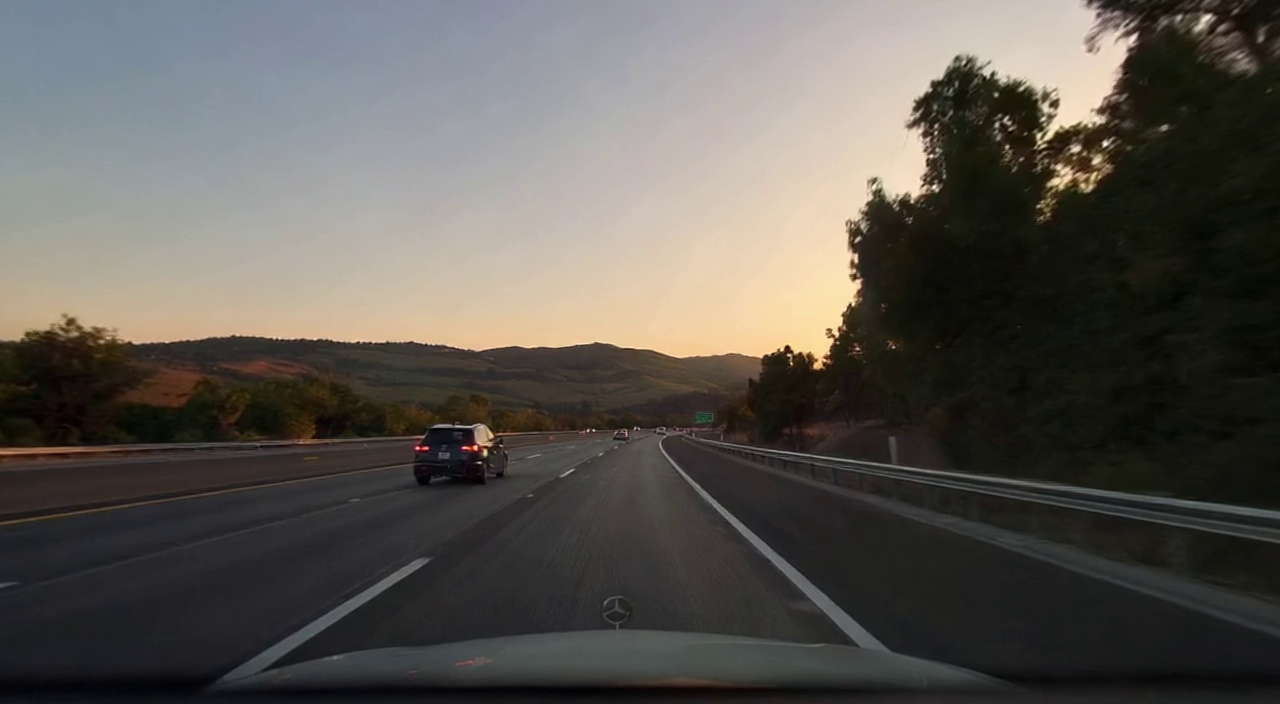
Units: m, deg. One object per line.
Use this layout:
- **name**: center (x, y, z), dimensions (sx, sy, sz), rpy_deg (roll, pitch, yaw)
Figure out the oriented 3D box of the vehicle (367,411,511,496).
- **vehicle**: center (-4.570, 2.384, 15.114), dimensions (1.980, 1.721, 4.419), rpy_deg (0, -8, 0)
